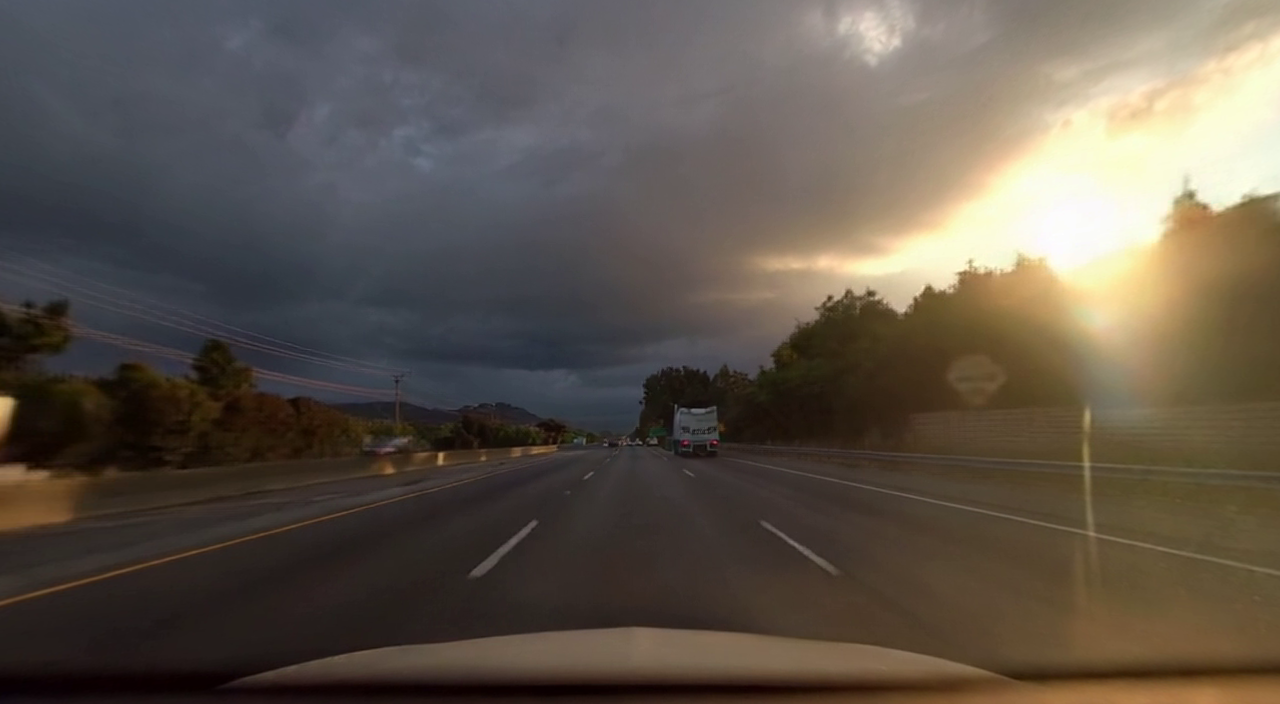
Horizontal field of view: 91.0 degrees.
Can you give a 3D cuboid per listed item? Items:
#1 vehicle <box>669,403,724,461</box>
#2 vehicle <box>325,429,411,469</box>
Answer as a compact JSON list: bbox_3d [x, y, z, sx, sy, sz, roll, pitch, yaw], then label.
[{"bbox_3d":[3.547,5.300,41.341,2.766,3.349,7.796,-1,-8,0],"label":"vehicle"},{"bbox_3d":[-12.935,4.638,30.321,2.061,1.728,4.748,-1,-8,-1],"label":"vehicle"}]
